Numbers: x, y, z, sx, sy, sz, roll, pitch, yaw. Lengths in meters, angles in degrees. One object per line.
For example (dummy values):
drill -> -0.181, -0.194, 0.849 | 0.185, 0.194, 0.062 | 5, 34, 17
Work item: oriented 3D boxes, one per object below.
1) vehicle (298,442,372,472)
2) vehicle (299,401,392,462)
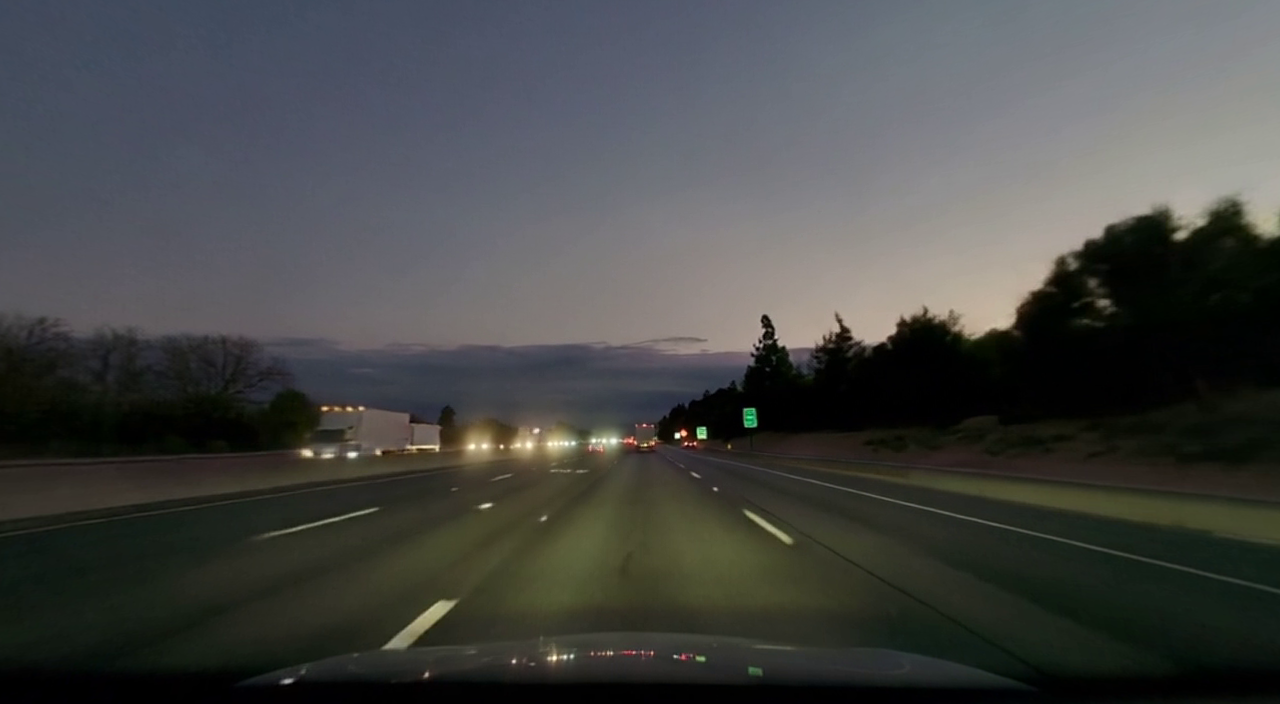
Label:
vehicle -> -15.417, 5.308, 32.048 | 1.717, 1.410, 4.033 | 0, -8, 0
vehicle -> -19.449, 5.363, 42.072 | 2.981, 3.720, 6.191 | 0, -8, 2
